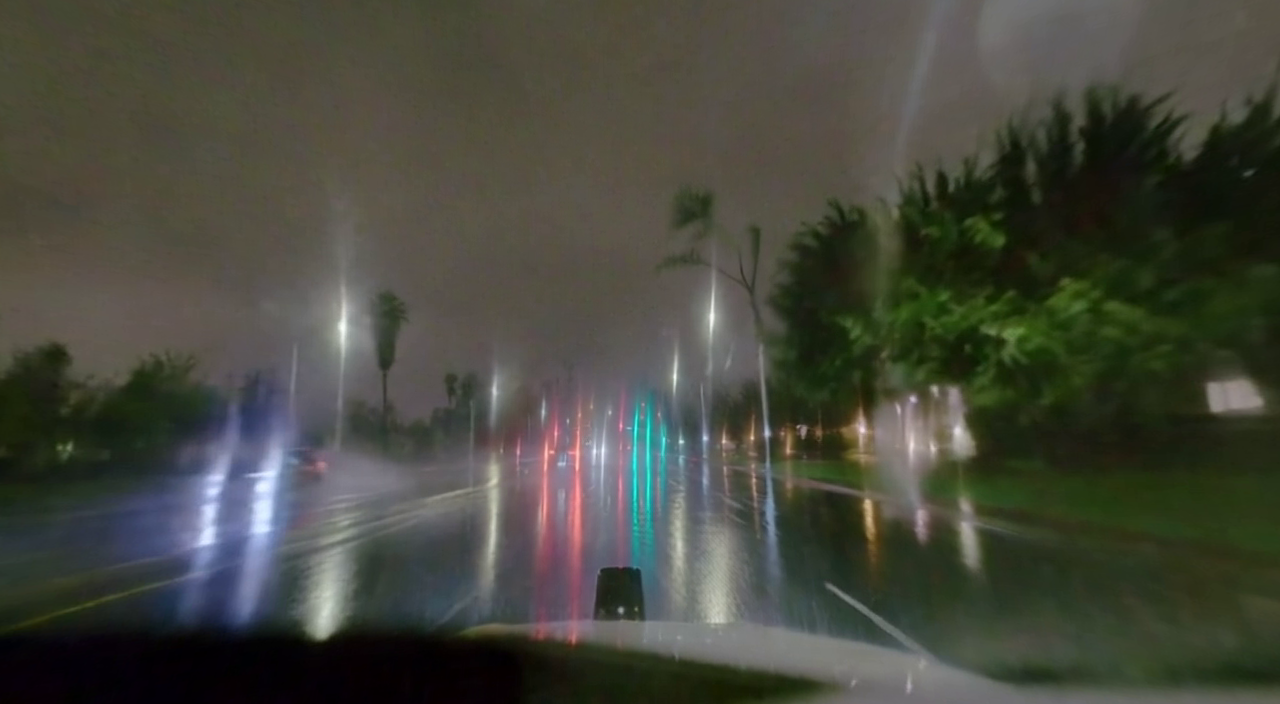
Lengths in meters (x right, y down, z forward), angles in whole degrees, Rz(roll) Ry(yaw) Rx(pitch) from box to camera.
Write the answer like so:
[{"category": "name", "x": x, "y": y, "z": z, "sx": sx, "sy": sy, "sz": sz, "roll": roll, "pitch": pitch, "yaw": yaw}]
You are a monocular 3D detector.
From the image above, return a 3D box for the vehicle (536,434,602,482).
[{"category": "vehicle", "x": -3.188, "y": 4.929, "z": 29.541, "sx": 2.370, "sy": 1.968, "sz": 5.698, "roll": 0, "pitch": -9, "yaw": 0}]

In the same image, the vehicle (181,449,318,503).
[{"category": "vehicle", "x": -14.292, "y": 4.530, "z": 23.468, "sx": 2.022, "sy": 1.756, "sz": 4.670, "roll": 0, "pitch": -9, "yaw": 1}]
